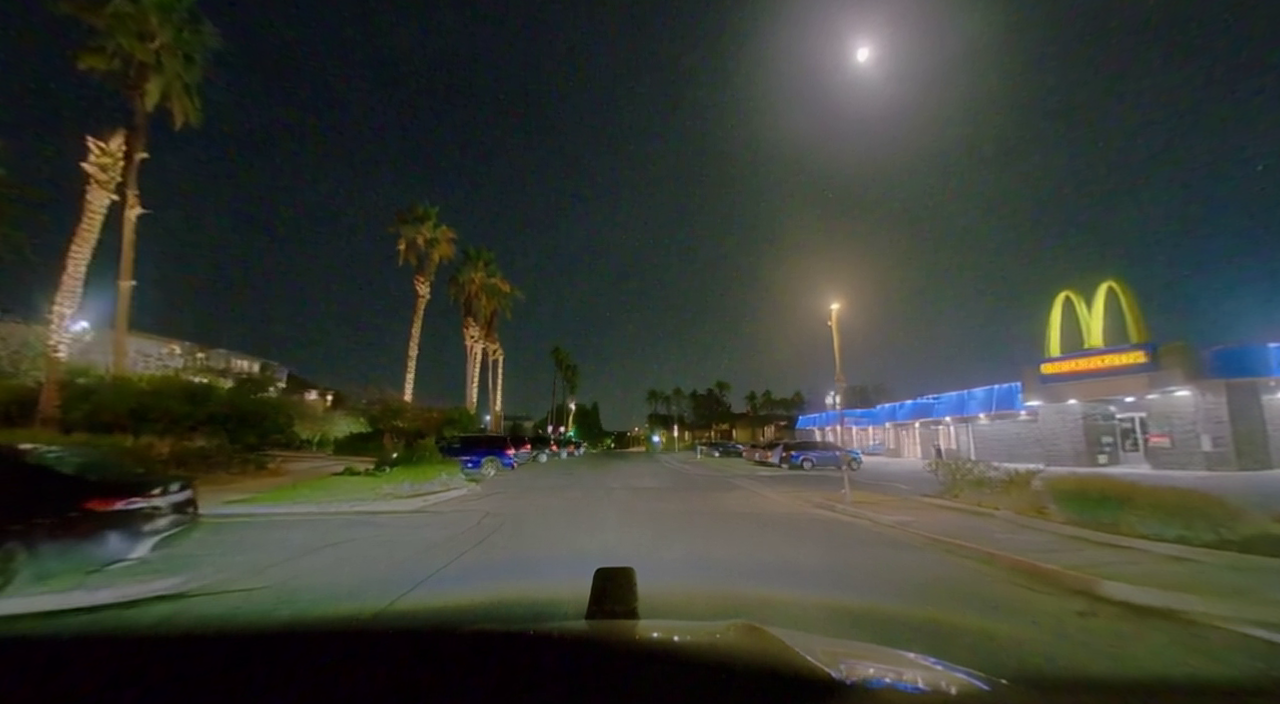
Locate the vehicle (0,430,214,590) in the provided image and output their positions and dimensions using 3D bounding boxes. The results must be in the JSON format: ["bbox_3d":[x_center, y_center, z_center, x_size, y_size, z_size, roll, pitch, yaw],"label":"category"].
[{"bbox_3d":[-7.496,1.593,6.572,4.838,1.521,2.105,5,-11,-30],"label":"vehicle"}]

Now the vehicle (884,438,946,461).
[{"bbox_3d":[20.889,7.458,48.017,4.120,1.659,1.894,-5,-10,28],"label":"vehicle"}]

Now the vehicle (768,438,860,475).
[{"bbox_3d":[9.120,5.462,33.067,4.509,1.759,2.077,5,-11,-31],"label":"vehicle"}]

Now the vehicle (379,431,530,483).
[{"bbox_3d":[-7.228,4.107,24.806,5.210,1.834,2.281,5,-11,-30],"label":"vehicle"}]
